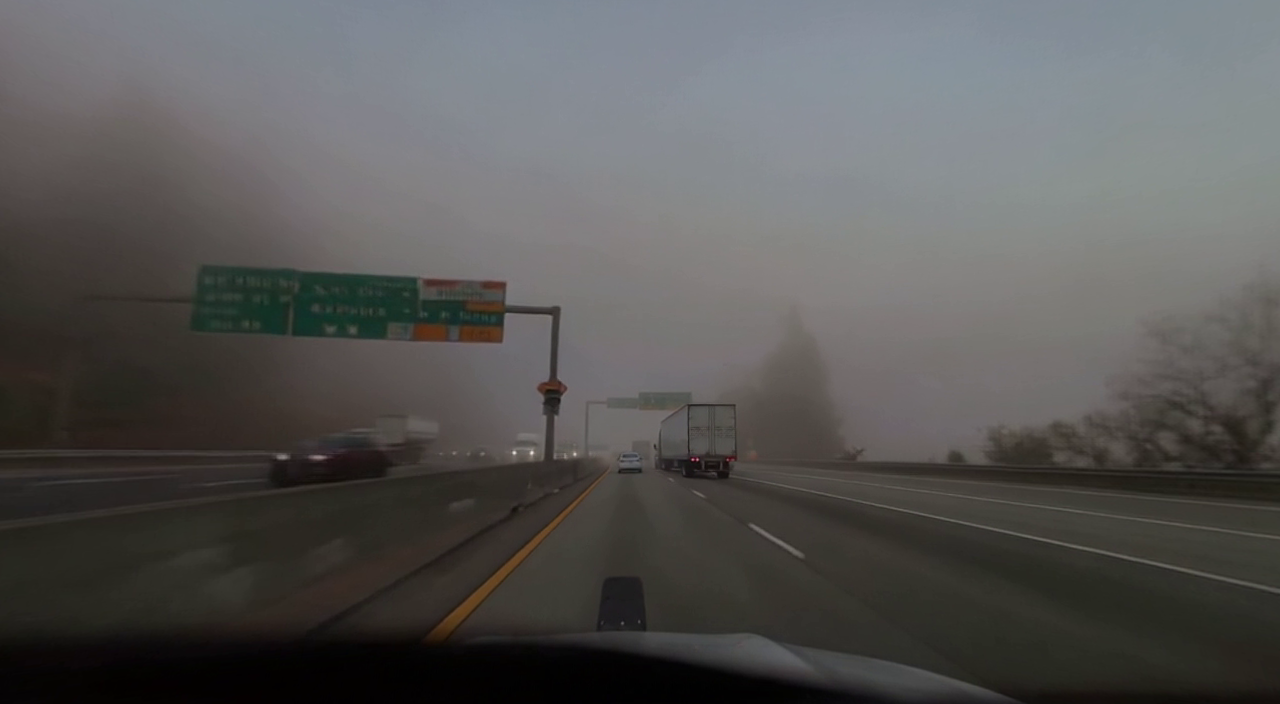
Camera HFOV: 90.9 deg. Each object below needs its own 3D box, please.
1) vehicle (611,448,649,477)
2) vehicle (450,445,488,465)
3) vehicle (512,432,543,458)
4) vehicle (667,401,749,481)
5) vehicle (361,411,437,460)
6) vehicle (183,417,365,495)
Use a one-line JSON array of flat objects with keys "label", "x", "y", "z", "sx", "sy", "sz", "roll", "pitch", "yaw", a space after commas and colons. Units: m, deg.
[{"label": "vehicle", "x": -0.638, "y": 6.485, "z": 37.104, "sx": 2.111, "sy": 1.599, "sz": 3.859, "roll": 0, "pitch": -9, "yaw": -2}, {"label": "vehicle", "x": -12.802, "y": 7.736, "z": 47.284, "sx": 1.845, "sy": 1.441, "sz": 3.969, "roll": 0, "pitch": -9, "yaw": -2}, {"label": "vehicle", "x": -8.293, "y": 6.867, "z": 46.612, "sx": 2.073, "sy": 1.806, "sz": 4.773, "roll": 1, "pitch": -9, "yaw": -8}, {"label": "vehicle", "x": 3.683, "y": 5.460, "z": 38.168, "sx": 2.931, "sy": 4.009, "sz": 12.800, "roll": 0, "pitch": -9, "yaw": -3}, {"label": "vehicle", "x": -12.050, "y": 4.281, "z": 31.868, "sx": 2.161, "sy": 2.281, "sz": 4.072, "roll": 0, "pitch": -9, "yaw": 1}, {"label": "vehicle", "x": -8.022, "y": 2.341, "z": 14.371, "sx": 2.005, "sy": 1.497, "sz": 4.075, "roll": 1, "pitch": -9, "yaw": -6}]
